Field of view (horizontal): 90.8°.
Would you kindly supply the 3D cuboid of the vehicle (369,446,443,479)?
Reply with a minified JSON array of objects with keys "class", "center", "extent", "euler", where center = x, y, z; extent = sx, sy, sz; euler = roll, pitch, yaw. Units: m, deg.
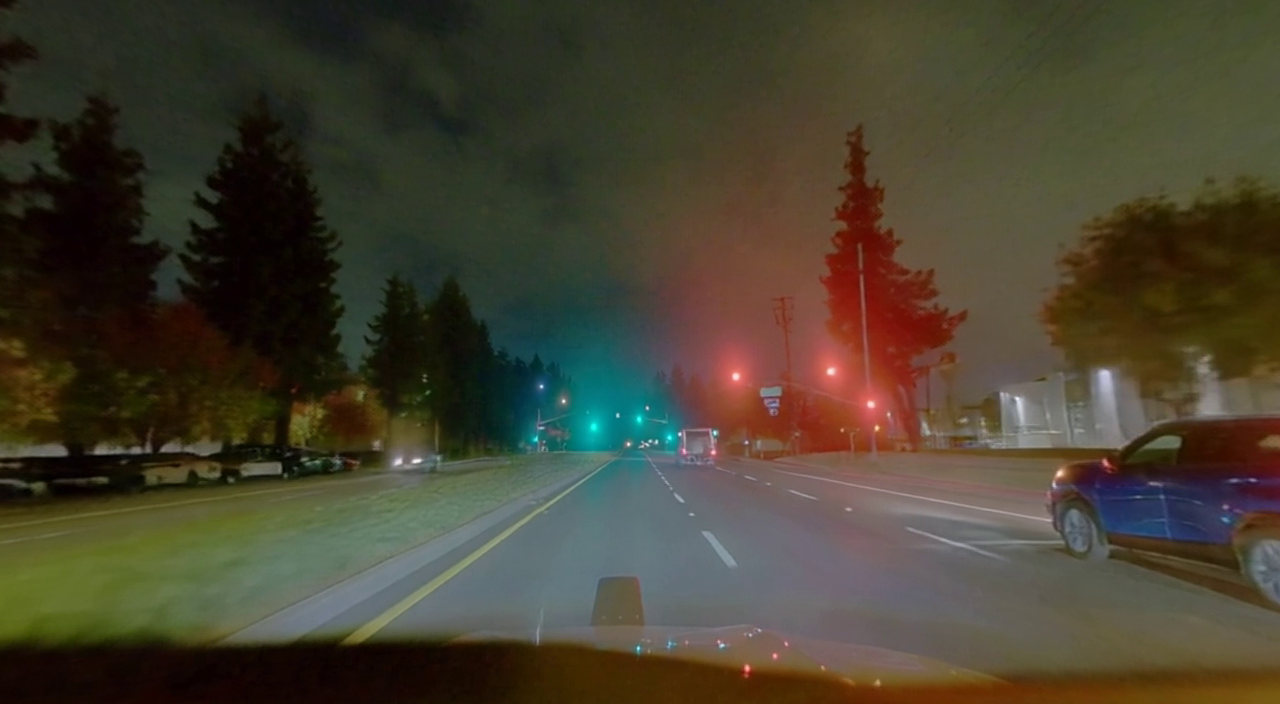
[{"class":"vehicle","center":[-11.580,5.466,31.628],"extent":[1.888,1.480,4.644],"euler":[0,-8,0]}]

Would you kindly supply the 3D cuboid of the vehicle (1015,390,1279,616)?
[{"class":"vehicle","center":[6.030,1.335,5.997],"extent":[2.012,1.754,4.635],"euler":[0,-8,-1]}]

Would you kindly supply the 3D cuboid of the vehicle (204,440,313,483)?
[{"class":"vehicle","center":[-19.645,5.646,32.945],"extent":[2.281,2.035,5.418],"euler":[0,-8,0]}]

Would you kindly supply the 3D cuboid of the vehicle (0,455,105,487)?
[{"class":"vehicle","center":[-28.824,5.715,30.494],"extent":[4.228,1.456,1.998],"euler":[-1,-8,2]}]

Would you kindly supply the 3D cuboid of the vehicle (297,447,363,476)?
[{"class":"vehicle","center":[-19.565,6.888,40.081],"extent":[2.060,1.665,4.282],"euler":[0,-8,-1]}]
